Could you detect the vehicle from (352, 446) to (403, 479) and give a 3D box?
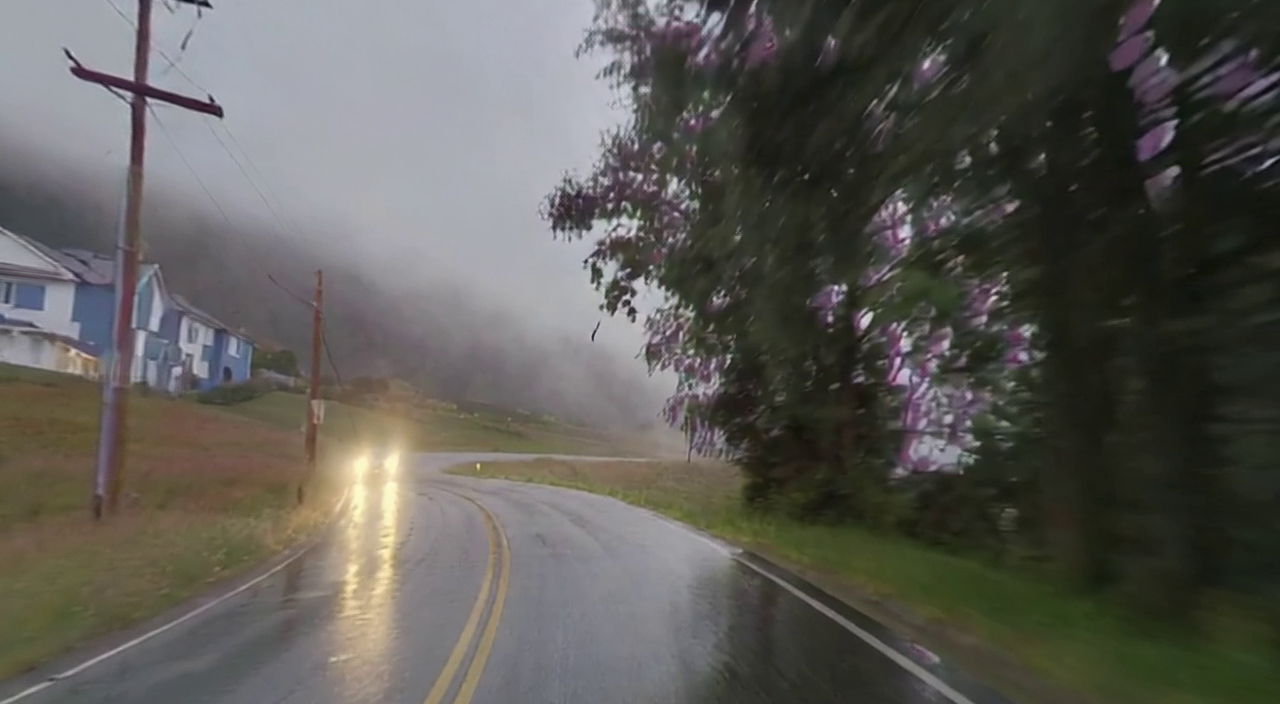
[{"bbox_3d":[-12.979,5.385,31.093,2.063,1.485,3.997,4,-9,-25],"label":"vehicle"}]
